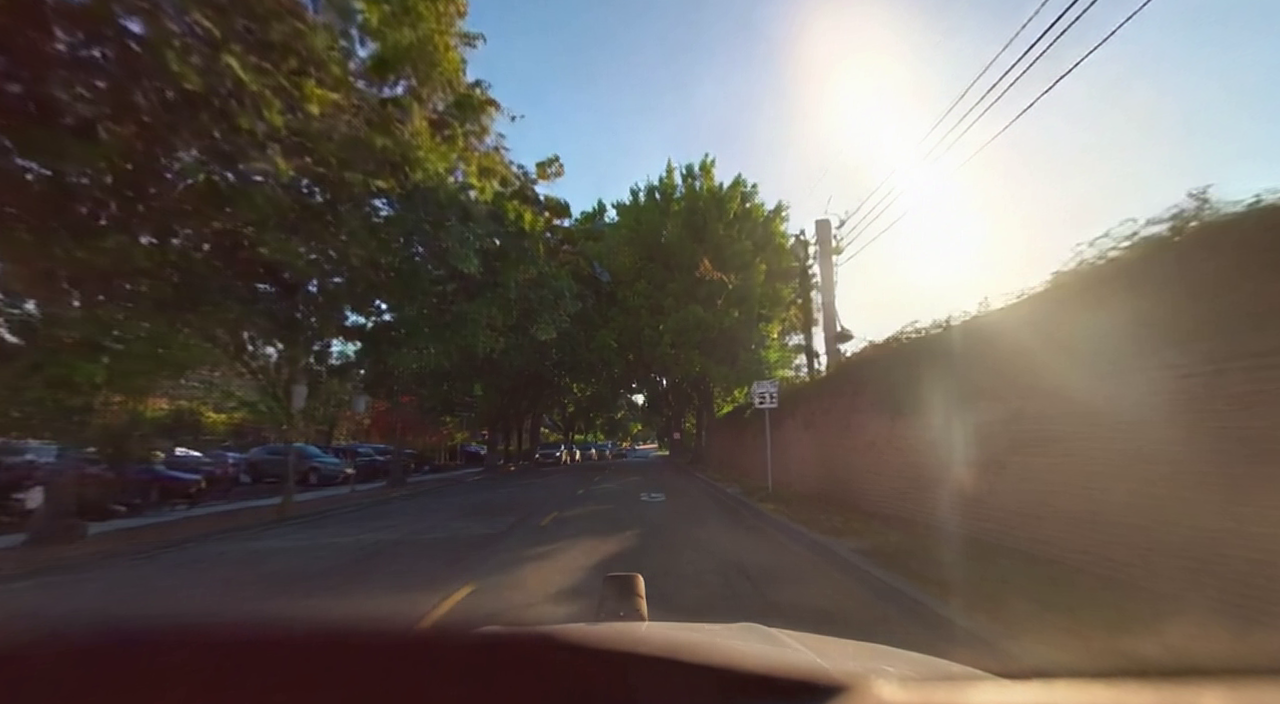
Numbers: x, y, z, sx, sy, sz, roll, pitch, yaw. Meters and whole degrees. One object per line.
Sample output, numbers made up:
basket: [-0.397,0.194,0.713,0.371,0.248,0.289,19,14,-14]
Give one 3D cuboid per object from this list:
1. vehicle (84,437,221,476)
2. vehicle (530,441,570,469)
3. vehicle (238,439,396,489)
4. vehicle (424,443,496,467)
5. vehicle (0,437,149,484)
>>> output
vehicle: [-26.133,5.581,34.027,5.348,1.967,2.358,0,-8,0]
vehicle: [-6.592,7.584,46.893,2.109,1.847,5.553,0,-7,0]
vehicle: [-13.518,4.689,26.746,5.428,1.908,2.196,1,-8,0]
vehicle: [-14.092,8.099,49.672,4.991,1.692,1.960,2,-8,-2]
vehicle: [-25.549,4.839,28.434,5.181,1.935,2.056,0,-8,4]
